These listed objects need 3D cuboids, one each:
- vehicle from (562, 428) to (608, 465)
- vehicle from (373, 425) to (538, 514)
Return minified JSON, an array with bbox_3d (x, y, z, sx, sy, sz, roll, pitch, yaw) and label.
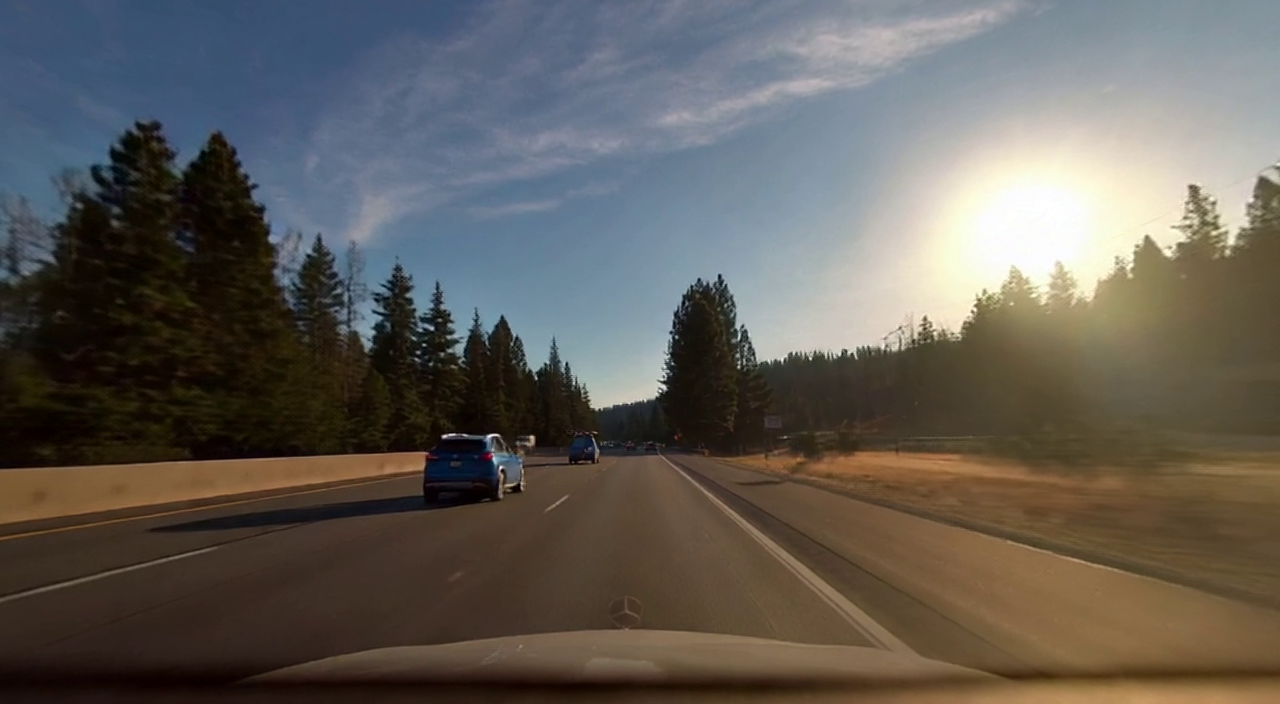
[{"bbox_3d":[-3.301,5.823,38.593,2.241,2.095,4.985,0,-8,2],"label":"vehicle"},{"bbox_3d":[-3.705,2.462,13.677,2.053,1.589,4.671,0,-8,1],"label":"vehicle"}]
